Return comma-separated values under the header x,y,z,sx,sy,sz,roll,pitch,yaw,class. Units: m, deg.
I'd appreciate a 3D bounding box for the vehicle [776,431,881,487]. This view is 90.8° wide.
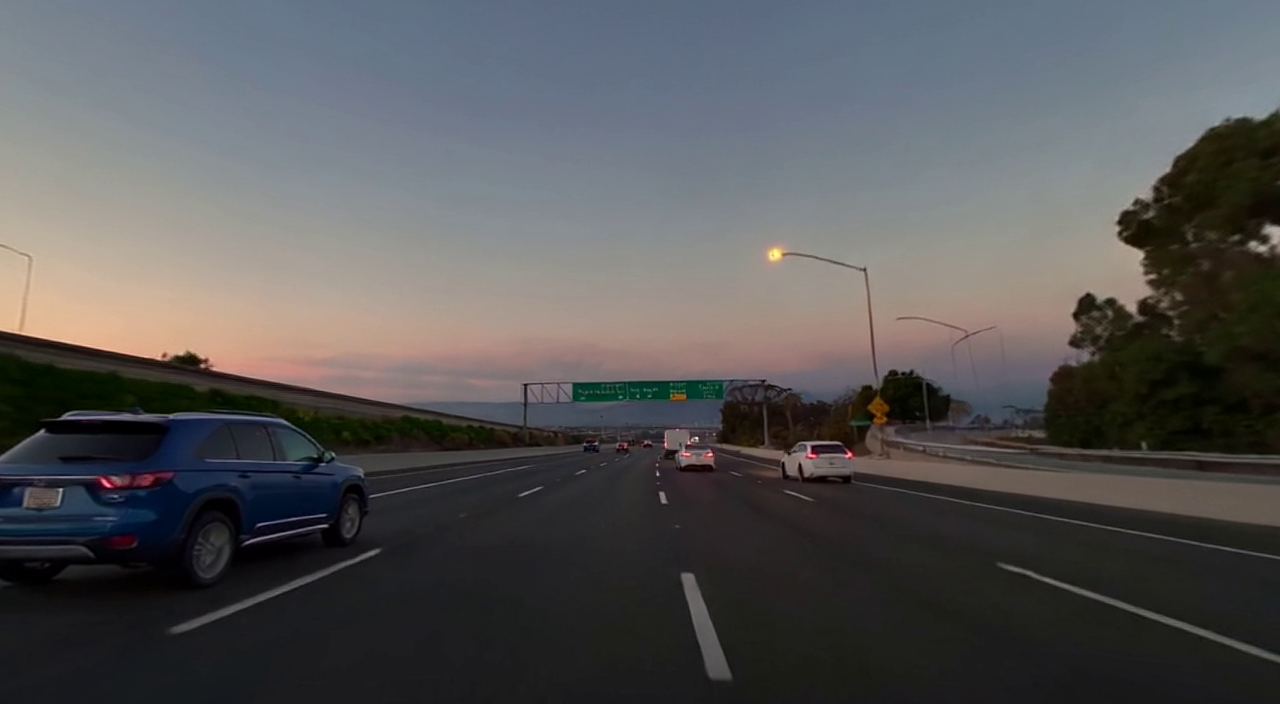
x,y,z,sx,sy,sz,roll,pitch,yaw,class
6.366,3.690,22.052,2.184,1.712,4.856,0,-8,0,vehicle

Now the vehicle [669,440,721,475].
x,y,z,sx,sy,sz,roll,pitch,yaw,class
2.574,5.064,30.582,2.108,1.509,5.059,0,-8,1,vehicle

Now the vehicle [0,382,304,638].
x,y,z,sx,sy,sz,roll,pitch,yaw,class
-5.126,1.229,5.494,2.000,1.646,4.201,0,-8,1,vehicle
